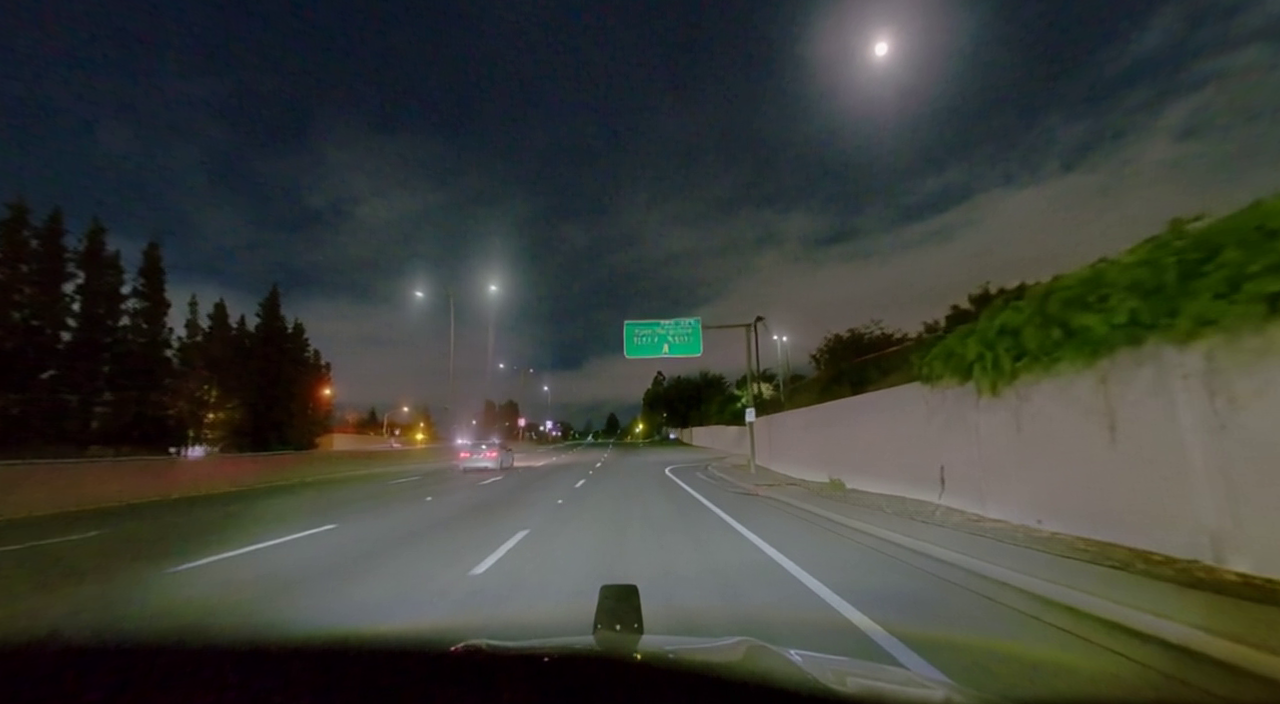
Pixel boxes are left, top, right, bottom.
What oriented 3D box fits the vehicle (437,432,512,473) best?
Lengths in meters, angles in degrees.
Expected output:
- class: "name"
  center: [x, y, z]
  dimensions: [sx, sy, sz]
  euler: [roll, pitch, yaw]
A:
- class: "vehicle"
  center: [-7.483, 4.592, 29.086]
  dimensions: [2.115, 1.711, 4.722]
  euler: [0, -8, 0]
